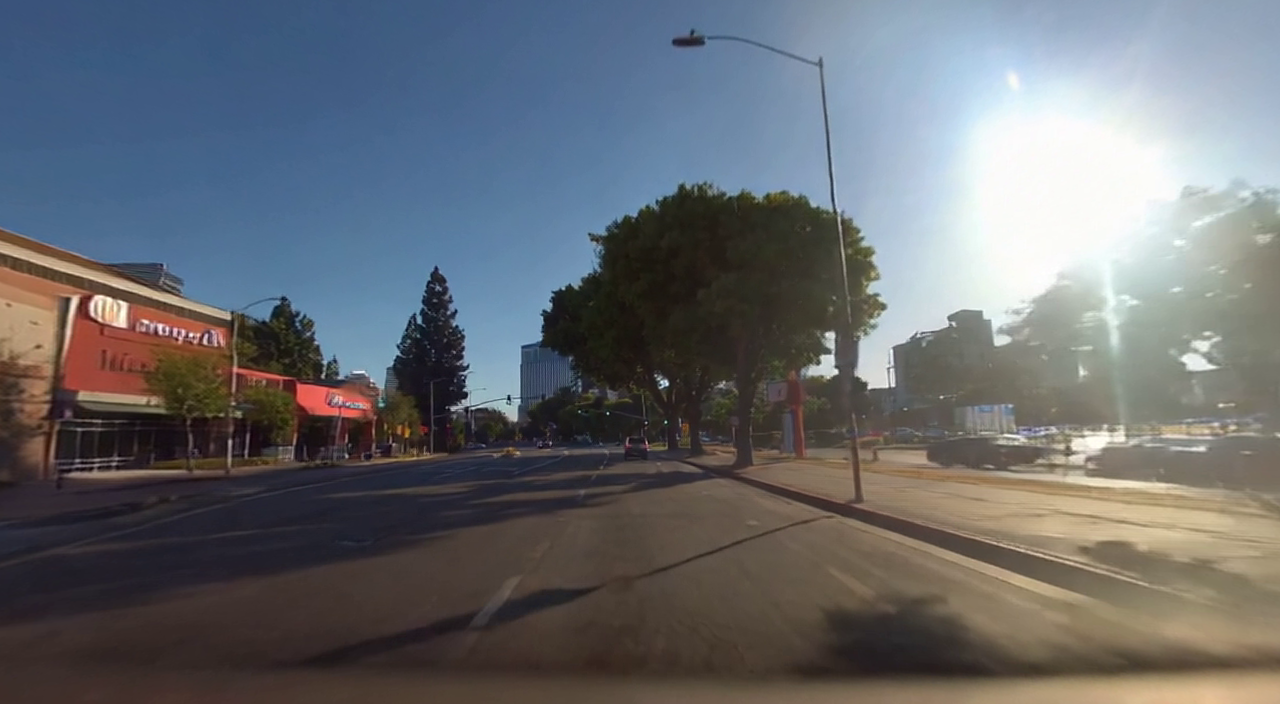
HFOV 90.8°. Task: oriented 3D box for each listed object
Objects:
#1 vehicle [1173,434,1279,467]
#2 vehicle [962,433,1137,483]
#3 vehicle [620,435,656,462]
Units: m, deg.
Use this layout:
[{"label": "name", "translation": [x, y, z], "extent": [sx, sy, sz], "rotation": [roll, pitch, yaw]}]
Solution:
[{"label": "vehicle", "translation": [29.777, 4.927, 31.838], "extent": [1.842, 1.495, 4.515], "rotation": [1, -8, -1]}, {"label": "vehicle", "translation": [13.381, 3.445, 20.854], "extent": [4.395, 1.497, 1.975], "rotation": [0, -7, 0]}, {"label": "vehicle", "translation": [-0.187, 6.300, 41.407], "extent": [2.230, 1.683, 4.204], "rotation": [0, -8, -1]}]
